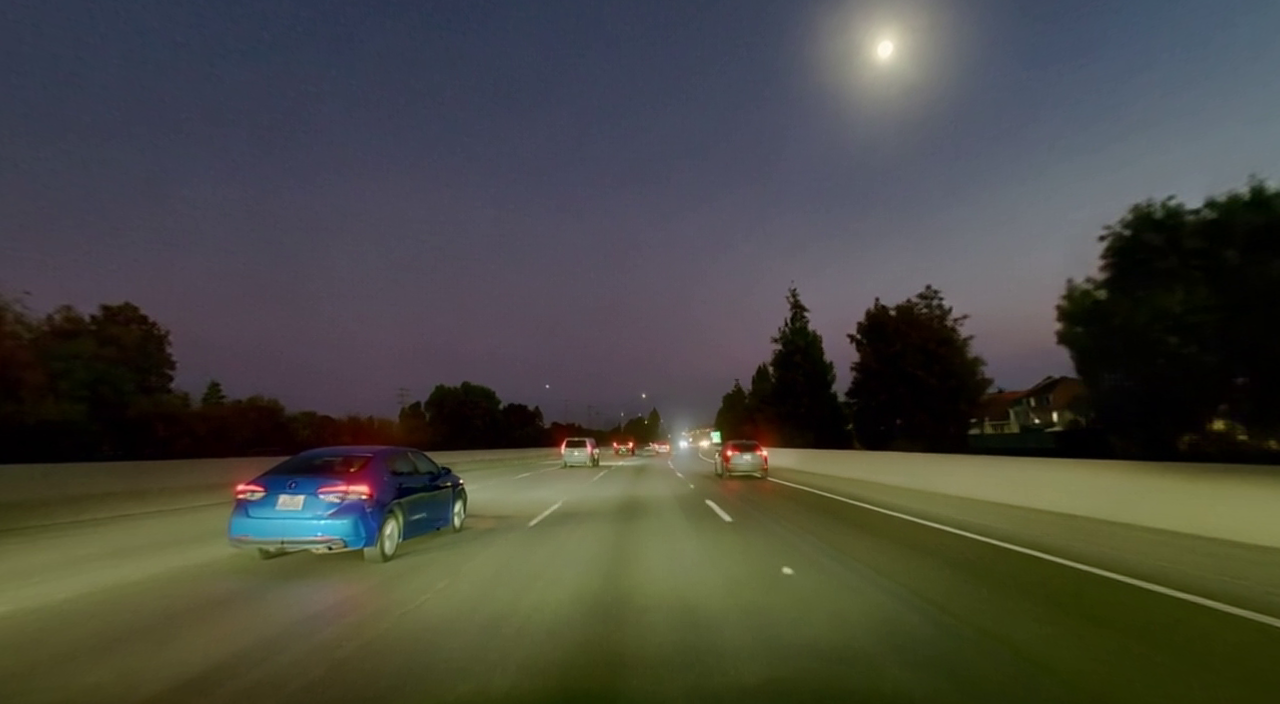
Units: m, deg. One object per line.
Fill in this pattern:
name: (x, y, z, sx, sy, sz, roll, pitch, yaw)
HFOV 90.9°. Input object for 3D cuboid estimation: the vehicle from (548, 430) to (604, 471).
vehicle: (-3.071, 4.856, 31.209, 2.122, 1.847, 4.696, 0, -8, 2)

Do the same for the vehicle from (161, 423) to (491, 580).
vehicle: (-3.521, 1.748, 8.261, 1.948, 1.475, 4.461, 0, -8, 1)

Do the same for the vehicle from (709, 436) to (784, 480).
vehicle: (3.860, 3.950, 23.680, 2.100, 1.472, 4.533, 0, -8, 1)
